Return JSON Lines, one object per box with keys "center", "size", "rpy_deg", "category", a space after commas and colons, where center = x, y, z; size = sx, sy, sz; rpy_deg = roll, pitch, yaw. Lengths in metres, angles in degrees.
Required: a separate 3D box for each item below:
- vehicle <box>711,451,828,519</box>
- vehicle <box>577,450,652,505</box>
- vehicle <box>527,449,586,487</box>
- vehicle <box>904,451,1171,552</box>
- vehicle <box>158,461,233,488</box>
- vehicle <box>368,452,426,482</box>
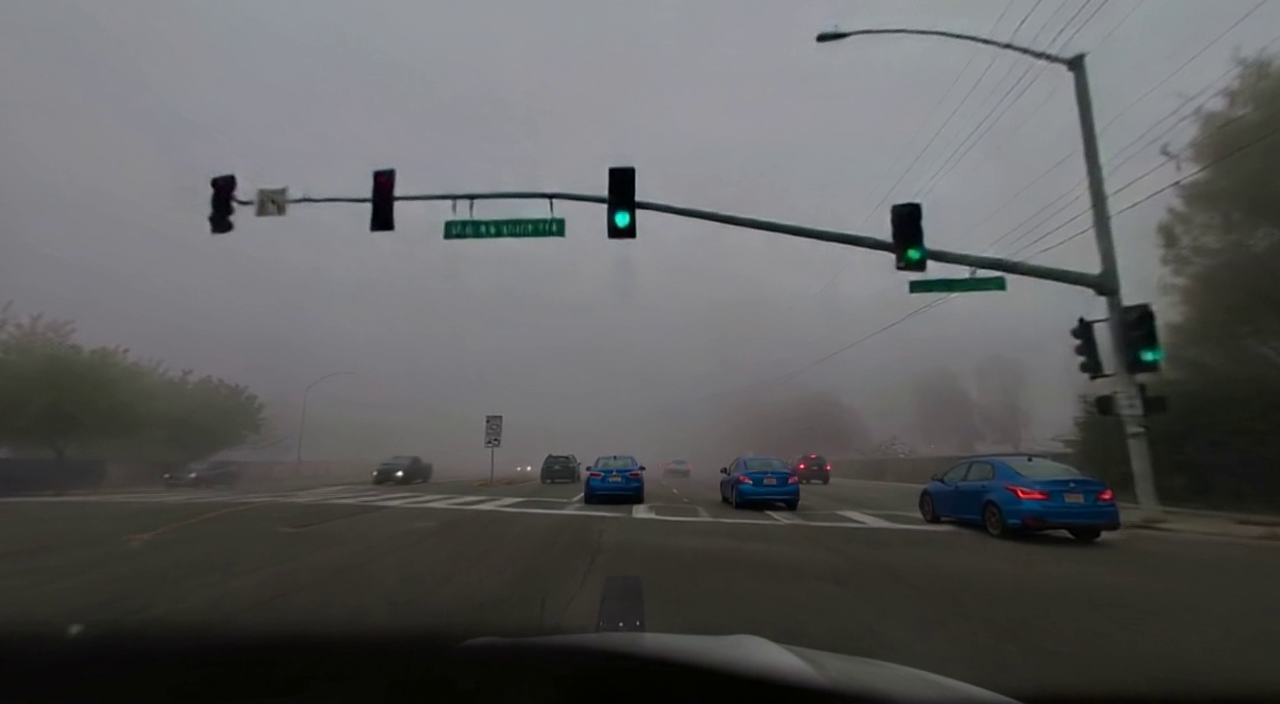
{"center": [3.236, 3.407, 16.784], "size": [2.053, 1.490, 4.464], "rpy_deg": [0, -9, -1], "category": "vehicle"}
{"center": [-0.734, 3.798, 19.595], "size": [2.065, 1.464, 4.216], "rpy_deg": [0, -9, -1], "category": "vehicle"}
{"center": [-3.727, 5.287, 29.123], "size": [2.073, 1.606, 4.364], "rpy_deg": [0, -9, 1], "category": "vehicle"}
{"center": [6.901, 2.592, 11.734], "size": [2.004, 1.455, 4.417], "rpy_deg": [0, -9, -1], "category": "vehicle"}
{"center": [-27.489, 7.575, 39.208], "size": [1.859, 1.482, 3.717], "rpy_deg": [0, -9, 2], "category": "vehicle"}
{"center": [-16.405, 7.752, 42.909], "size": [2.064, 1.827, 4.647], "rpy_deg": [0, -9, 1], "category": "vehicle"}
